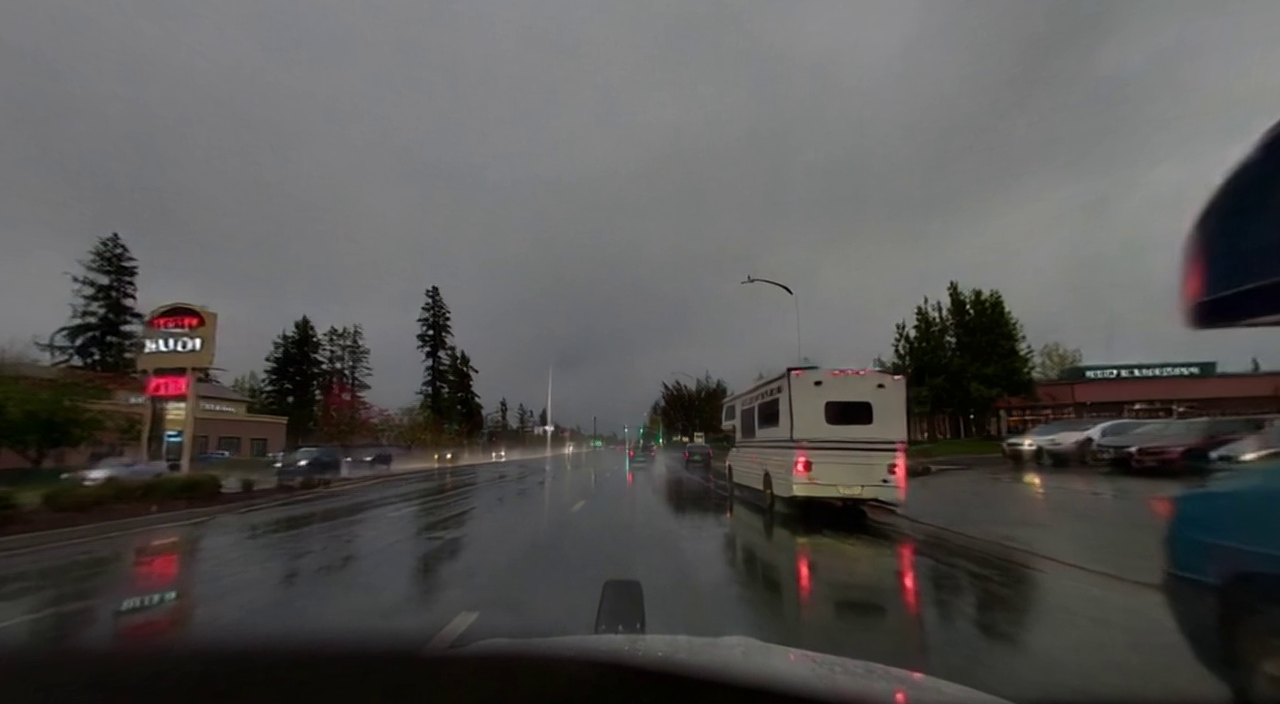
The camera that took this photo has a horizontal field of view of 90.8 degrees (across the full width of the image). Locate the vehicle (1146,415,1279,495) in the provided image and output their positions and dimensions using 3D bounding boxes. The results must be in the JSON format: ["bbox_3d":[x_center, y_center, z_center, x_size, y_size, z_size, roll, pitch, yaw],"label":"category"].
[{"bbox_3d":[13.160,2.042,12.654,4.140,1.465,2.072,-1,-9,3],"label":"vehicle"}]

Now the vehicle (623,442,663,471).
[{"bbox_3d":[0.125,5.851,35.425,2.103,1.506,4.742,0,-9,-1],"label":"vehicle"}]

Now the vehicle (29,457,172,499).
[{"bbox_3d":[-20.793,4.841,24.644,1.796,1.445,4.236,0,-9,0],"label":"vehicle"}]

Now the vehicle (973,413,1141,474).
[{"bbox_3d":[13.925,3.136,21.454,4.312,1.647,1.921,-8,-10,23],"label":"vehicle"}]

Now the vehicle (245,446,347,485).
[{"bbox_3d":[-14.740,4.850,27.356,2.028,1.535,4.217,0,-9,0],"label":"vehicle"}]

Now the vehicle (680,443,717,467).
[{"bbox_3d":[4.127,7.346,45.270,2.060,1.611,4.675,0,-9,-1],"label":"vehicle"}]

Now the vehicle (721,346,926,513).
[{"bbox_3d":[4.072,2.132,16.337,2.924,3.250,7.780,-1,-9,0],"label":"vehicle"}]

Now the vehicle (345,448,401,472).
[{"bbox_3d":[-17.931,7.289,42.675,1.889,1.507,4.388,0,-9,0],"label":"vehicle"}]
